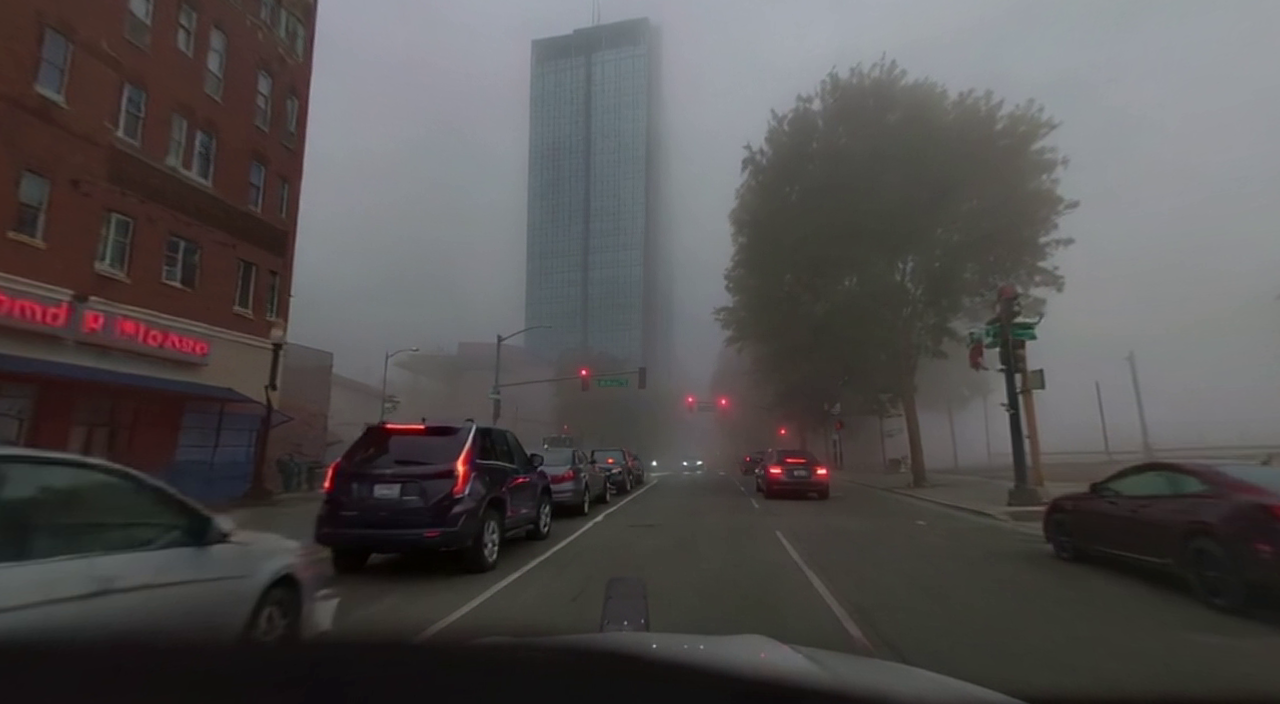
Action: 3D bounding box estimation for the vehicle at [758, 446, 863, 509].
[{"bbox_3d":[4.510,3.370,17.423,2.150,1.464,4.467,-1,-9,7],"label":"vehicle"}]

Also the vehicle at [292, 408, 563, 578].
[{"bbox_3d":[-2.600,1.864,9.096,2.043,1.819,4.294,0,-9,6],"label":"vehicle"}]

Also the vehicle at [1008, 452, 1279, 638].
[{"bbox_3d":[6.242,1.854,6.950,1.956,1.446,4.537,0,-9,5],"label":"vehicle"}]

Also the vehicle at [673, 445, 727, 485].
[{"bbox_3d":[2.566,4.754,26.682,2.102,1.521,4.078,0,-9,6],"label":"vehicle"}]

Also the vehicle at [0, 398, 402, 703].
[{"bbox_3d":[-2.986,0.992,2.541,2.214,1.496,4.648,0,-9,0],"label":"vehicle"}]
